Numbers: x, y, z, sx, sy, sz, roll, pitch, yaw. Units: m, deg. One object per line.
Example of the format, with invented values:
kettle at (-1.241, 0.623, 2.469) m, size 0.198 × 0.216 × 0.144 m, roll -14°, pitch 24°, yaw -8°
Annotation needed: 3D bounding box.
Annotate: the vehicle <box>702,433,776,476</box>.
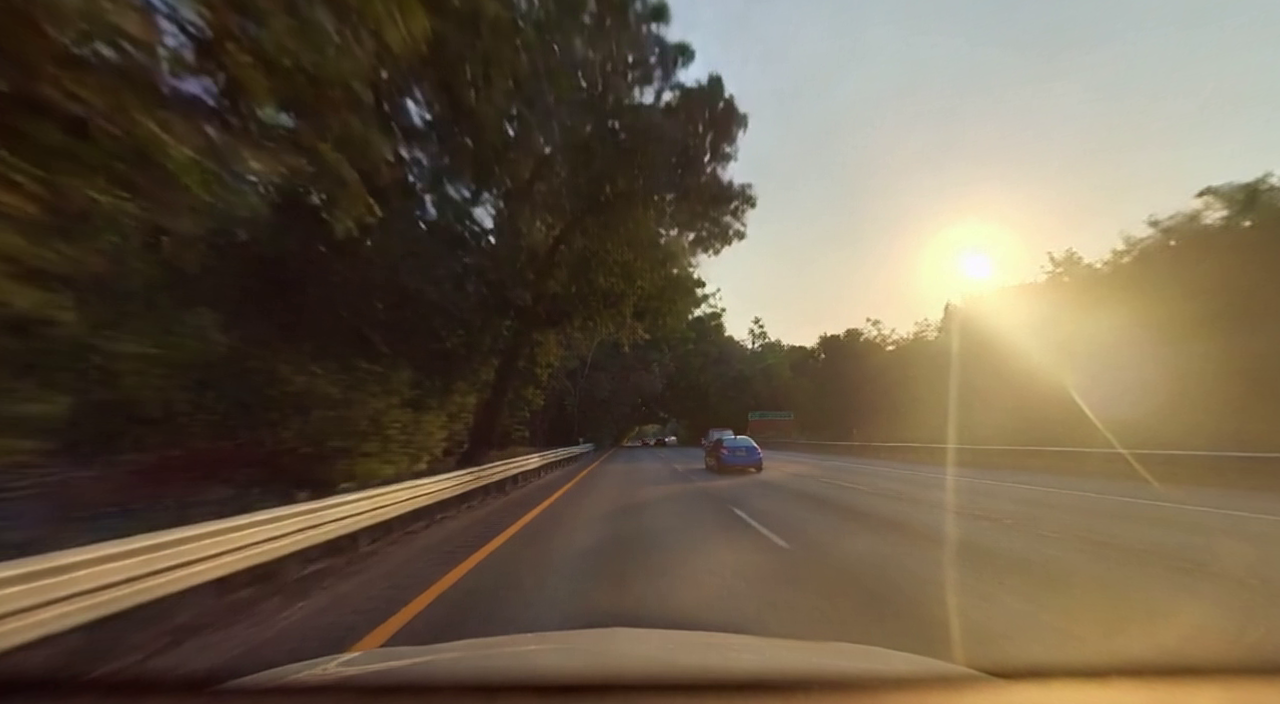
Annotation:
vehicle at (3.725, 3.947, 24.531) m, size 2.017 × 1.502 × 4.369 m, roll 0°, pitch -8°, yaw -2°
